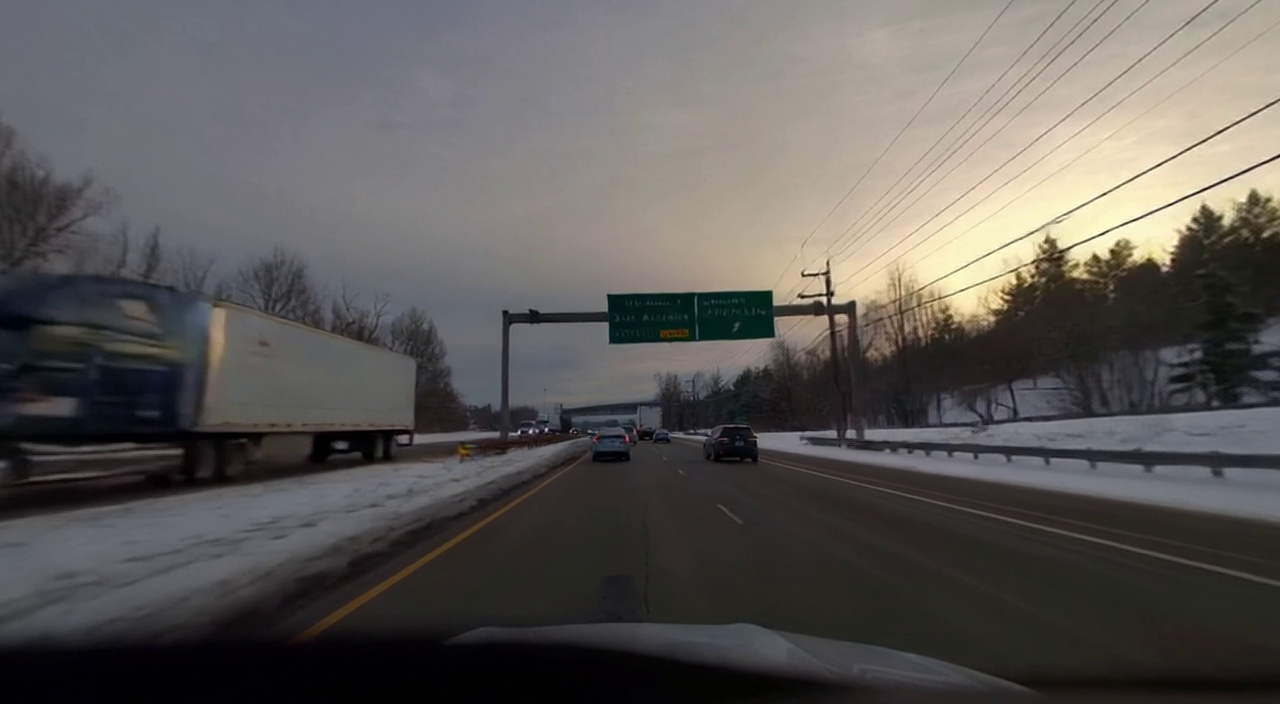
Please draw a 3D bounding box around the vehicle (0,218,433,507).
[{"bbox_3d":[-8.929,1.019,15.713,2.975,4.091,13.887,0,-8,-1],"label":"vehicle"}]

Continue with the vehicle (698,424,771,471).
[{"bbox_3d":[3.431,3.539,23.550,2.062,1.581,3.914,0,-8,-1],"label":"vehicle"}]

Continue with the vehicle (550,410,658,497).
[{"bbox_3d":[-0.740,2.276,14.521,2.134,1.710,4.049,0,-7,-1],"label":"vehicle"}]
